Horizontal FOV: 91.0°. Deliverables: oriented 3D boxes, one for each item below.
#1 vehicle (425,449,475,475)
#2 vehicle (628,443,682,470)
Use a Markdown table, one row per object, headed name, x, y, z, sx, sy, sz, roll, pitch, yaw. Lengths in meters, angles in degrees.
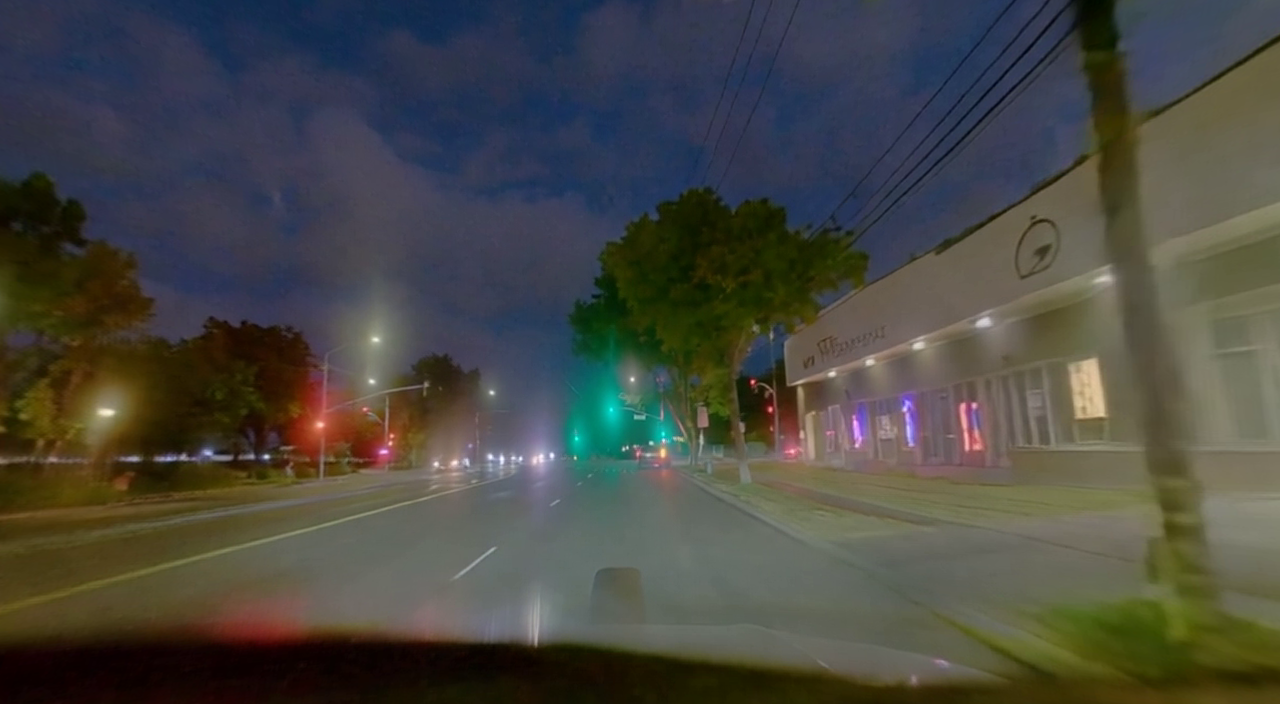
| name | x | y | z | sx | sy | sz | roll | pitch | yaw |
| --- | --- | --- | --- | --- | --- | --- | --- | --- | --- |
| vehicle | -13.257 | 7.695 | 44.214 | 2.145 | 1.660 | 4.423 | 0 | -9 | 0 |
| vehicle | 1.071 | 6.742 | 40.845 | 2.191 | 1.607 | 4.361 | -3 | -9 | 21 |
